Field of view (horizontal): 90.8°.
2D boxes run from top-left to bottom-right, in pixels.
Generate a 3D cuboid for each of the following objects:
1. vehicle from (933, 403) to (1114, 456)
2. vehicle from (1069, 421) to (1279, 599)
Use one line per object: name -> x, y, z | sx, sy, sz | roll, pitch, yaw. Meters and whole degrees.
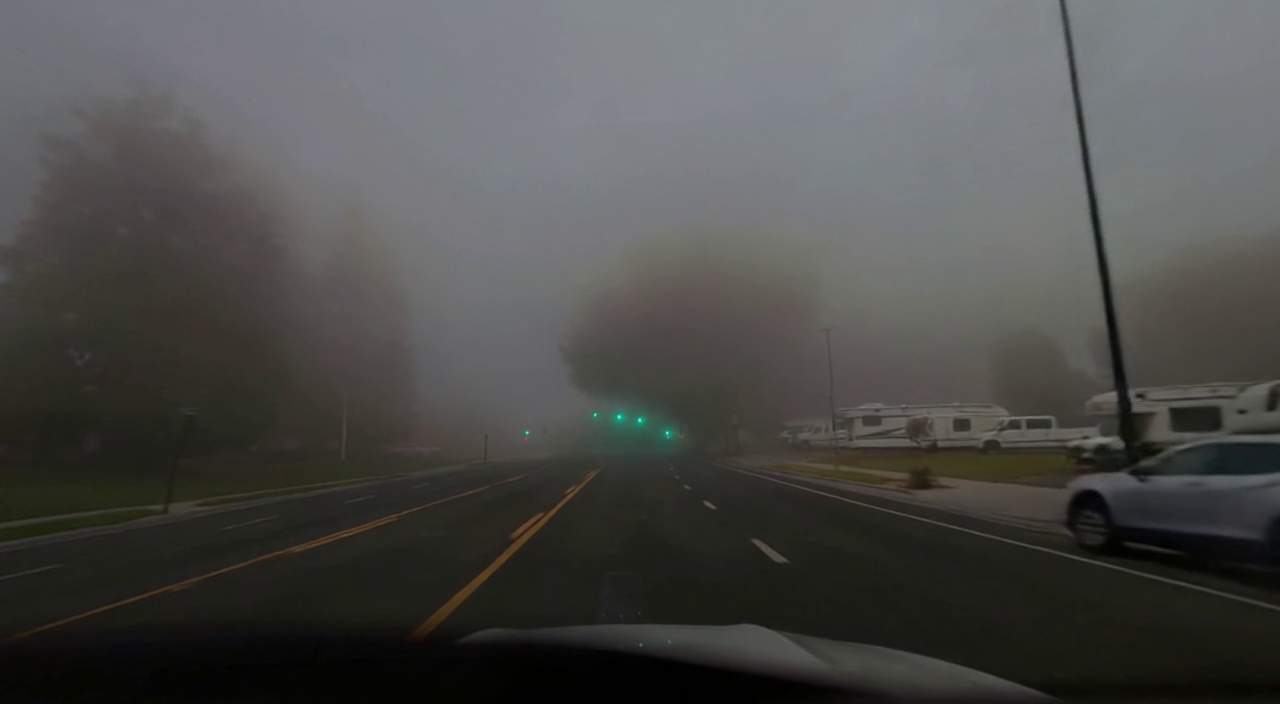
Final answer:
vehicle -> 15.639, 3.205, 26.025 | 5.979, 2.037, 2.159 | 0, -9, 0
vehicle -> 6.287, 1.338, 5.441 | 1.993, 1.461, 4.269 | 1, -9, -4
